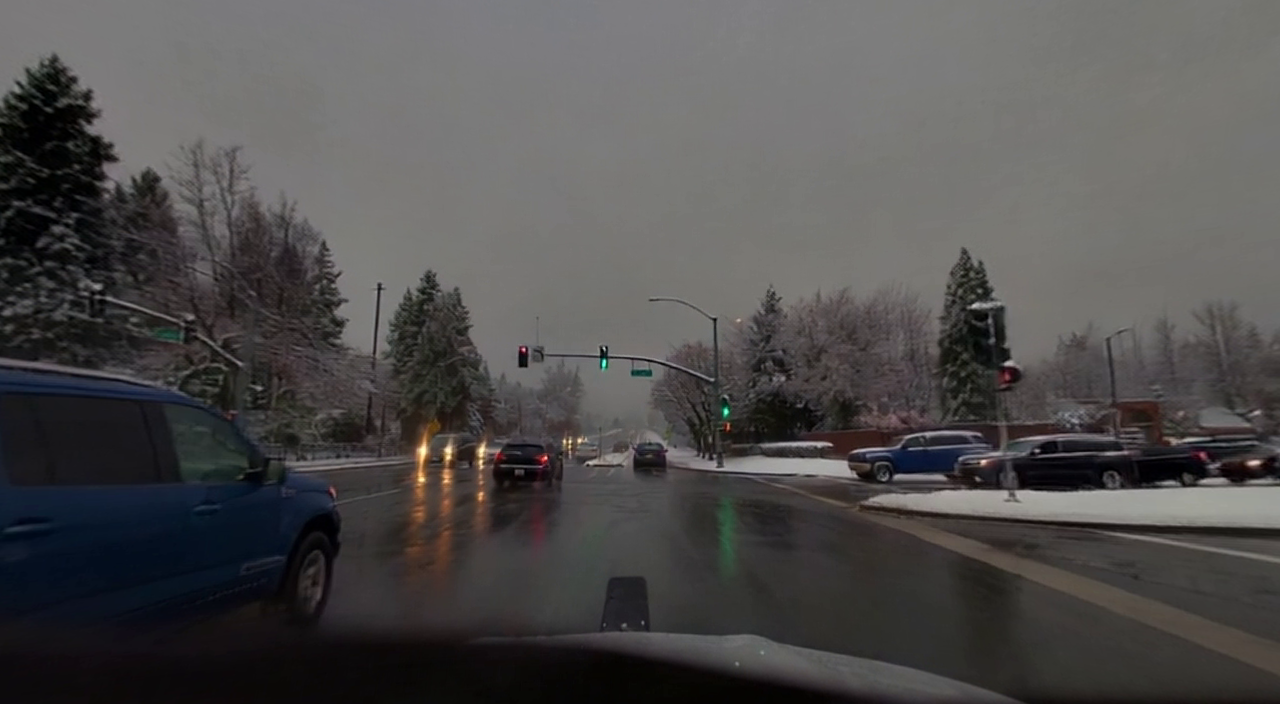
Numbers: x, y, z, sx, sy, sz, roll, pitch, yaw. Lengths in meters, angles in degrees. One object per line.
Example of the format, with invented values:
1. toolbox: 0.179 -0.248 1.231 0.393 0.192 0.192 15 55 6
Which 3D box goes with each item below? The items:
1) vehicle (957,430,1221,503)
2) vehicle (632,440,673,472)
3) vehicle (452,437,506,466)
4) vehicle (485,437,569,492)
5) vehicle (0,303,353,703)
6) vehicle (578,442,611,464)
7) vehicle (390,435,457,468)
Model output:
1. vehicle: 10.933 2.861 15.664 4.875 1.473 2.077 -2 -11 -1
2. vehicle: 0.665 5.818 35.394 2.163 1.678 3.846 0 -8 0
3. vehicle: -9.905 6.143 39.164 1.990 1.658 4.569 0 -8 1
4. vehicle: -3.379 3.423 19.548 1.960 1.528 3.490 0 -8 0
5. vehicle: -3.138 0.740 2.047 2.190 1.766 4.649 0 -8 0
6. vehicle: -3.178 7.143 44.851 2.013 1.474 4.393 0 -8 1
7. vehicle: -13.461 6.189 39.569 2.039 1.904 5.701 0 -8 2
